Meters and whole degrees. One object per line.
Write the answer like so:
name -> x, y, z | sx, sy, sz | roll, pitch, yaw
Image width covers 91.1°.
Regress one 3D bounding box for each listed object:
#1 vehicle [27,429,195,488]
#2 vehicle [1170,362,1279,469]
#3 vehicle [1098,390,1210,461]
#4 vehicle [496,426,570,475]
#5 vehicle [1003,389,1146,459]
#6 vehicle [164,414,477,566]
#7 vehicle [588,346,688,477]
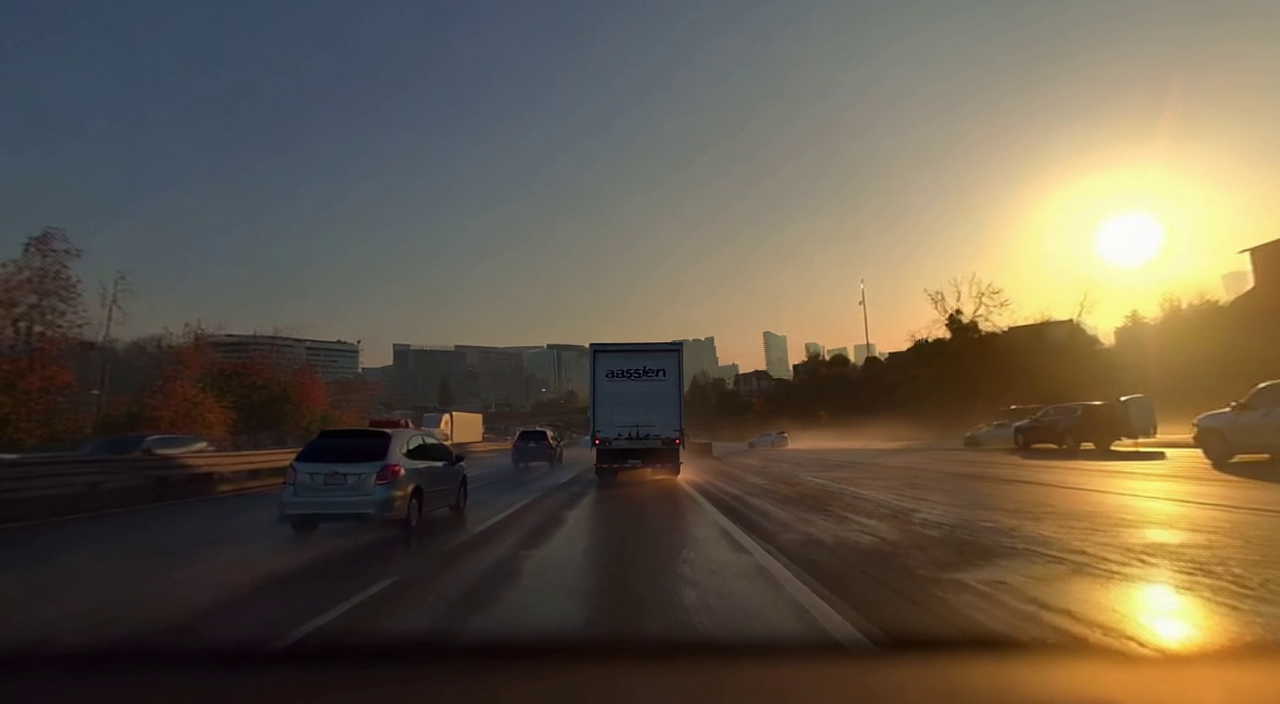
vehicle -> -19.445, 3.958, 23.494 | 2.071, 1.937, 4.709 | 0, -9, 1
vehicle -> 19.380, 1.871, 18.443 | 2.443, 3.006, 5.844 | 0, -8, 1
vehicle -> 19.556, 2.830, 24.084 | 1.658, 2.523, 2.851 | 0, -8, -2
vehicle -> -3.760, 3.532, 22.785 | 1.946, 1.599, 4.073 | 0, -8, 0
vehicle -> 18.937, 3.240, 27.839 | 2.432, 2.753, 5.388 | 0, -8, 1
vehicle -> -3.777, 1.682, 8.538 | 1.964, 1.507, 4.361 | 0, -8, 0
vehicle -> -0.135, 2.623, 25.694 | 3.171, 4.204, 11.036 | 0, -8, -1
